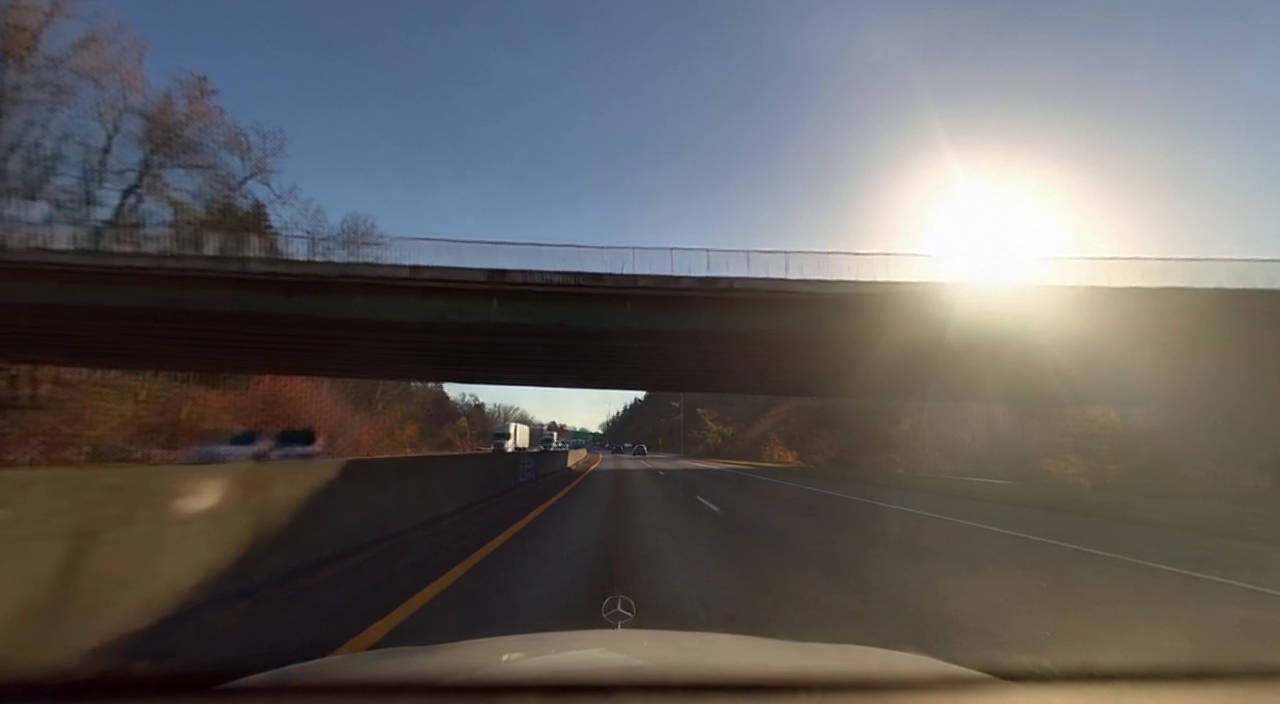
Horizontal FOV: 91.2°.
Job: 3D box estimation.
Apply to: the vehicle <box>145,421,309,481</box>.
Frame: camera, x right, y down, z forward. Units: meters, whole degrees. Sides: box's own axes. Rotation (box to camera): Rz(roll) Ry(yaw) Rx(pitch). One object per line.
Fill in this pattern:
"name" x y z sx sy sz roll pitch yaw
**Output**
"vehicle" -11.938 2.919 18.547 1.953 1.574 4.212 0 -9 0
